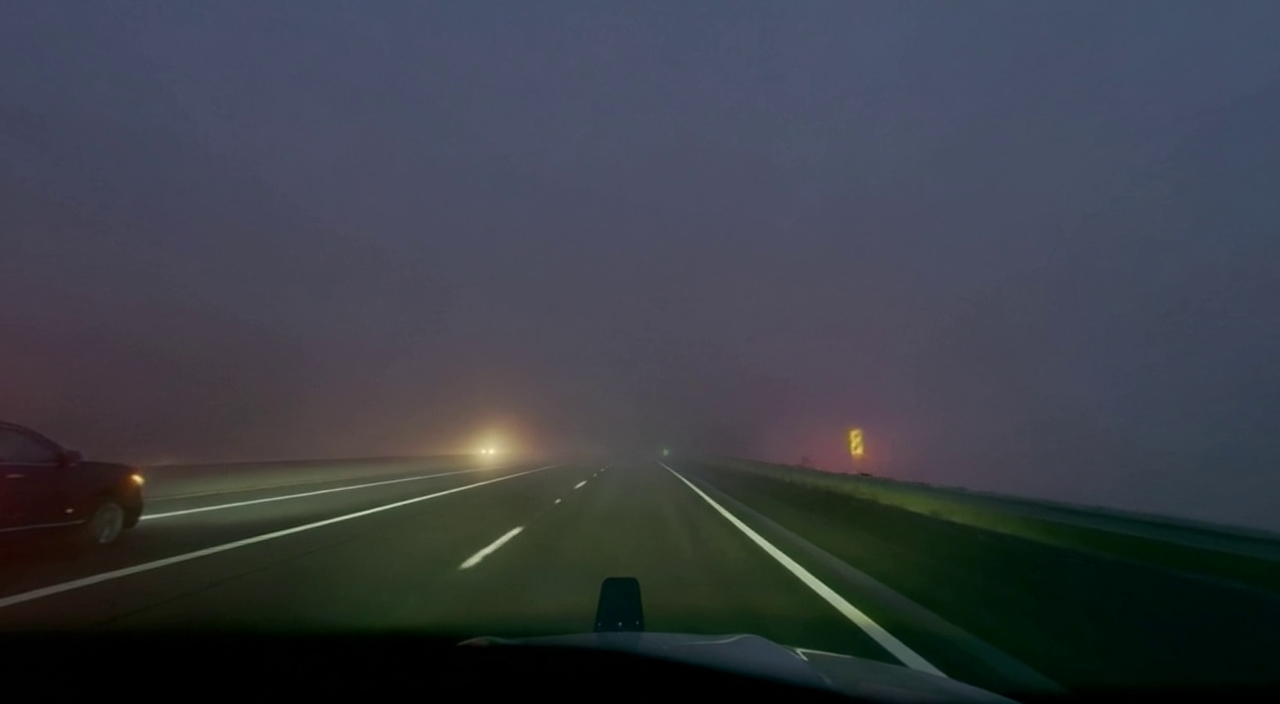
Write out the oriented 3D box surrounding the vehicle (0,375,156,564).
[{"bbox_3d":[-7.758,1.140,6.065,2.163,1.947,4.959,0,-9,0],"label":"vehicle"}]
